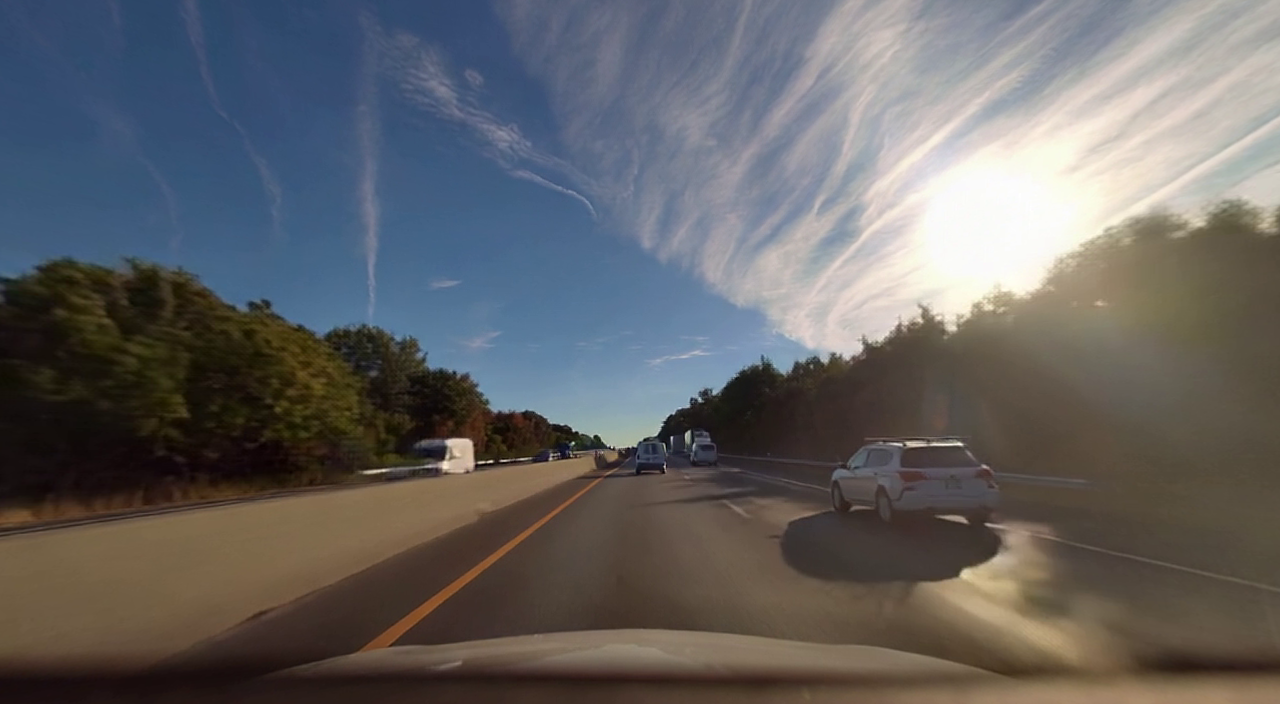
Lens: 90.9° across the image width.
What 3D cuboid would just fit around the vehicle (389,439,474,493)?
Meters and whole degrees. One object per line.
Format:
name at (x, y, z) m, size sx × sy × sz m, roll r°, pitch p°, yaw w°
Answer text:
vehicle at (-8.349, 4.600, 25.707) m, size 1.951 × 1.990 × 4.308 m, roll 0°, pitch -9°, yaw 0°

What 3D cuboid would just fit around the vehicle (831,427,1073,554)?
vehicle at (4.436, 1.998, 9.675) m, size 1.868 × 1.566 × 3.509 m, roll 0°, pitch -9°, yaw 0°

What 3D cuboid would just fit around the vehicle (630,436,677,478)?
vehicle at (0.648, 5.203, 31.280) m, size 2.143 × 1.925 × 4.101 m, roll 0°, pitch -9°, yaw 0°

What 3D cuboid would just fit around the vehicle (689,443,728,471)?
vehicle at (4.347, 6.784, 40.723) m, size 1.961 × 1.689 × 3.971 m, roll 0°, pitch -9°, yaw -1°
